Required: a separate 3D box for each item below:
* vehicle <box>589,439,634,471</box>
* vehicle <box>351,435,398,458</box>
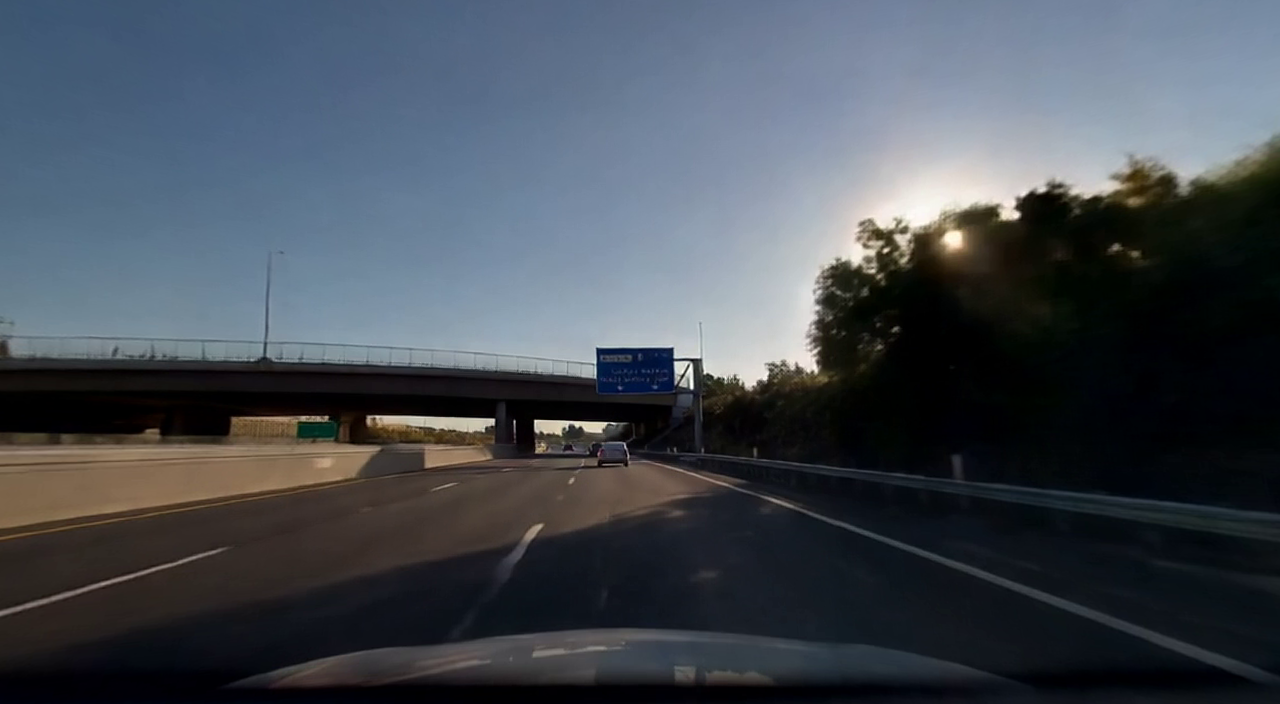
[{"bbox_3d":[-1.398,5.306,32.433,2.055,1.509,4.255,-1,-9,2],"label":"vehicle"},{"bbox_3d":[-19.490,6.988,46.214,1.952,1.590,4.398,0,-9,-6],"label":"vehicle"}]
